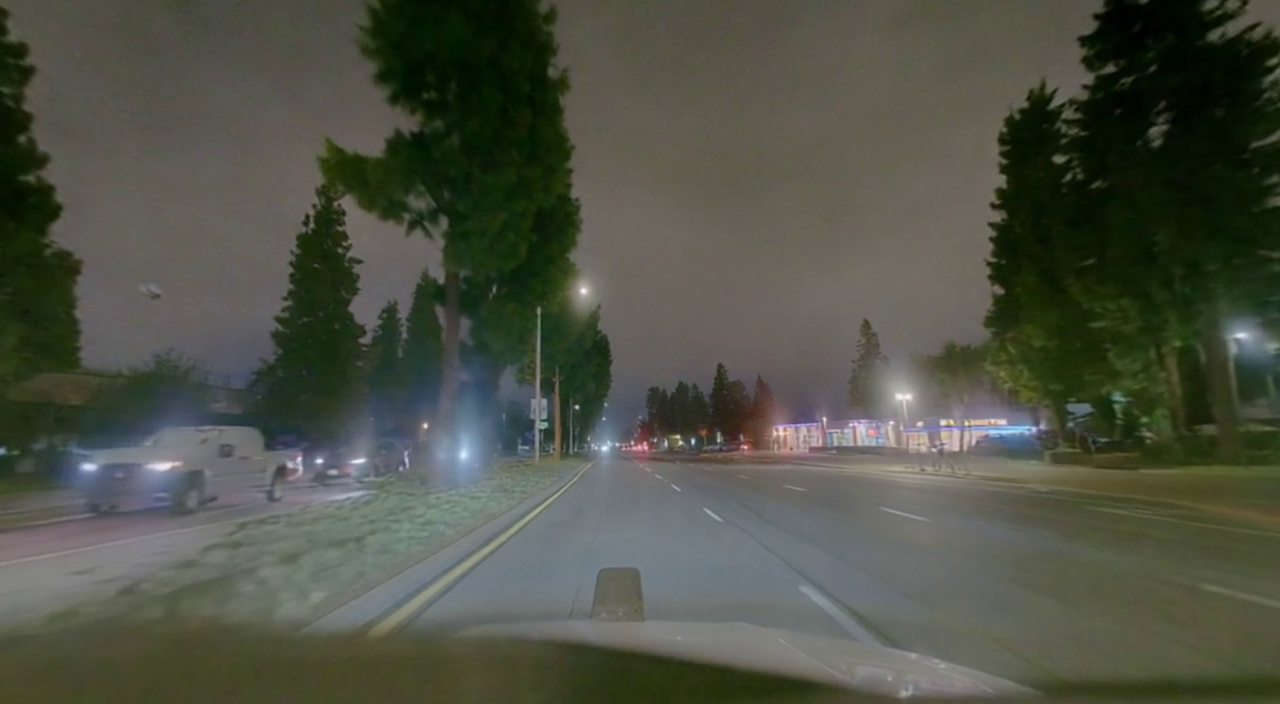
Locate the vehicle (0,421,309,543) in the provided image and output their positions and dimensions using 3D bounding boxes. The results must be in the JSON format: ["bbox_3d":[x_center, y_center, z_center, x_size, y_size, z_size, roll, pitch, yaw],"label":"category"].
[{"bbox_3d":[-8.556,2.207,11.826,2.183,1.769,4.972,0,-7,-2],"label":"vehicle"}]

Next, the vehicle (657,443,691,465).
[{"bbox_3d":[2.457,7.557,46.960,1.913,1.473,4.360,0,-9,-4],"label":"vehicle"}]

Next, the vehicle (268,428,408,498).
[{"bbox_3d":[-8.846,3.248,19.142,2.016,1.766,5.155,-1,-7,-4],"label":"vehicle"}]
